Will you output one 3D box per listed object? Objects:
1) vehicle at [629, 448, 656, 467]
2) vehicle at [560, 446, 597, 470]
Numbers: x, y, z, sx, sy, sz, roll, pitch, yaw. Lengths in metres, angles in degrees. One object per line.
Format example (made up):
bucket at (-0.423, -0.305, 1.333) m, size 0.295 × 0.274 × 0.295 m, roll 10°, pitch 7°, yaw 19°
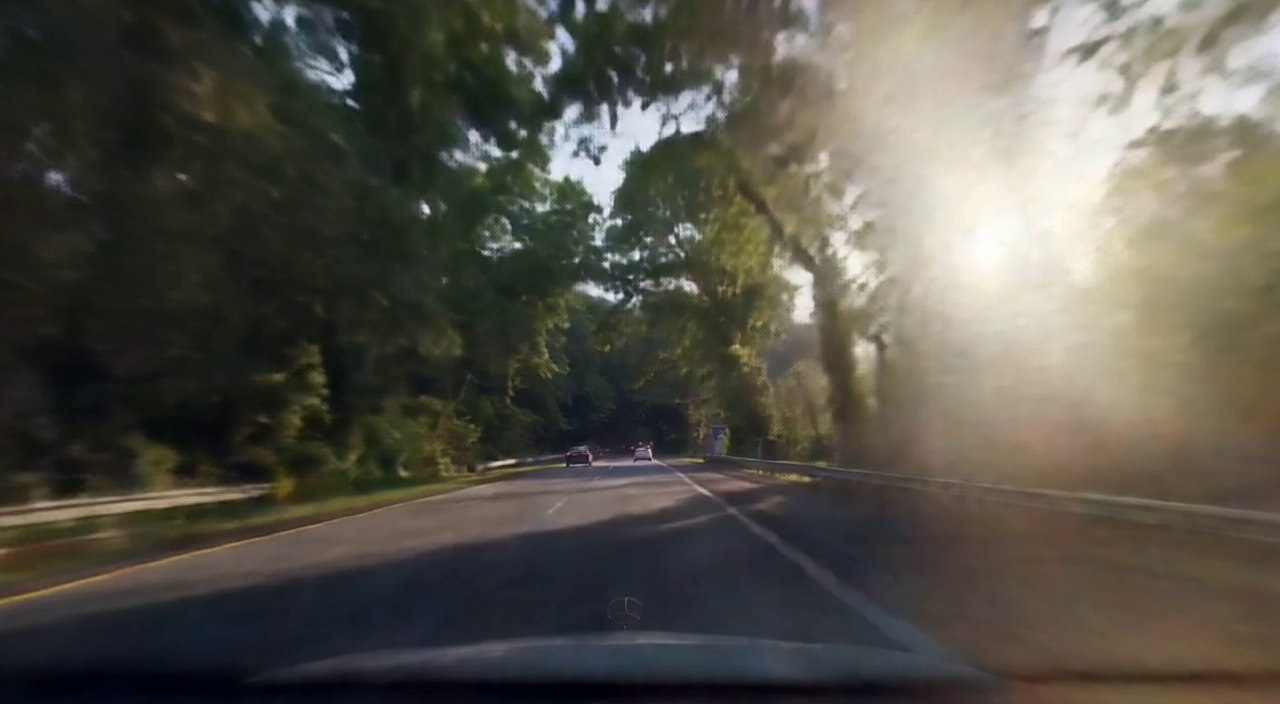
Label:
vehicle at (0.204, 8.094, 48.514) m, size 1.989 × 1.402 × 3.831 m, roll 0°, pitch -9°, yaw 0°
vehicle at (-4.188, 7.295, 43.490) m, size 2.112 × 1.498 × 4.117 m, roll 0°, pitch -9°, yaw 0°
